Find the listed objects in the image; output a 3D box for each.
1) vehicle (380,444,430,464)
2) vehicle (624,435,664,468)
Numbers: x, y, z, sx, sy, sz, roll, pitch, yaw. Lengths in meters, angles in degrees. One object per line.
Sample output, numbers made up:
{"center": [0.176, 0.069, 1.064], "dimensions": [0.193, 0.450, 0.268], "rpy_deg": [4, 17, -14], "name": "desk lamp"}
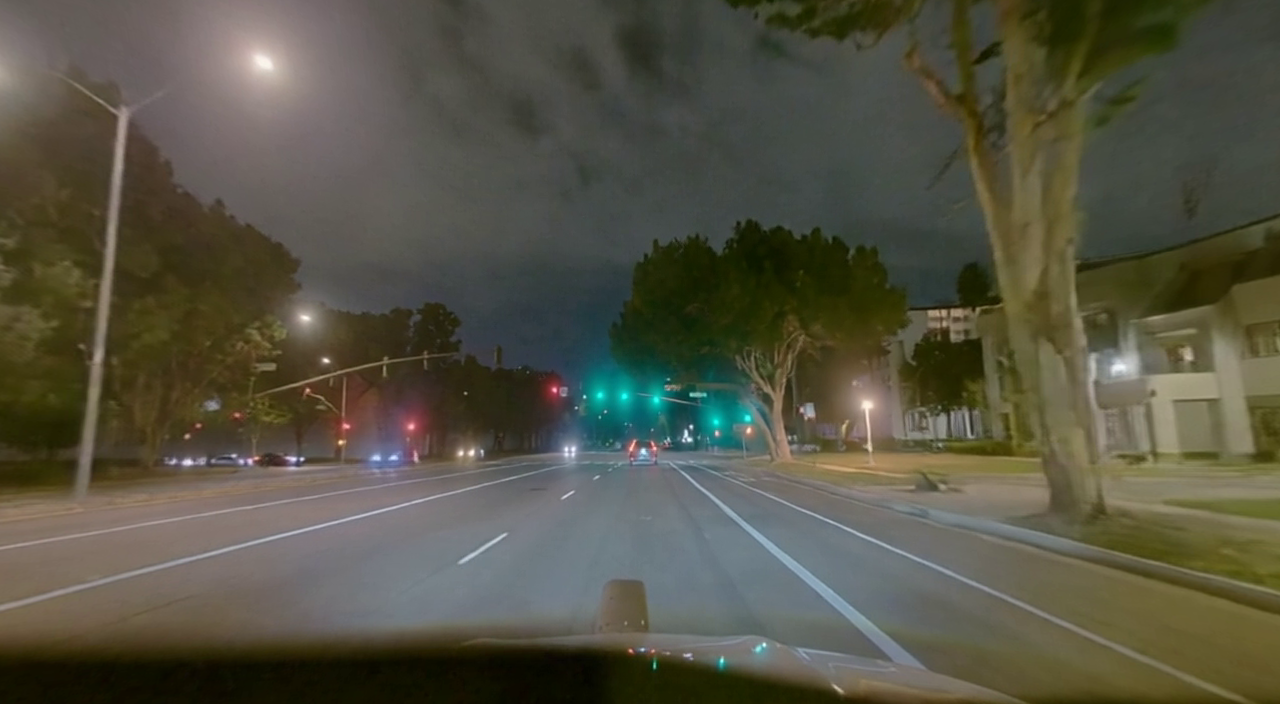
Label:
{"center": [-17.846, 7.729, 48.115], "dimensions": [1.986, 1.438, 4.620], "rpy_deg": [0, -9, 0], "name": "vehicle"}
{"center": [0.214, 5.673, 36.126], "dimensions": [2.169, 1.751, 4.276], "rpy_deg": [0, -9, 0], "name": "vehicle"}
